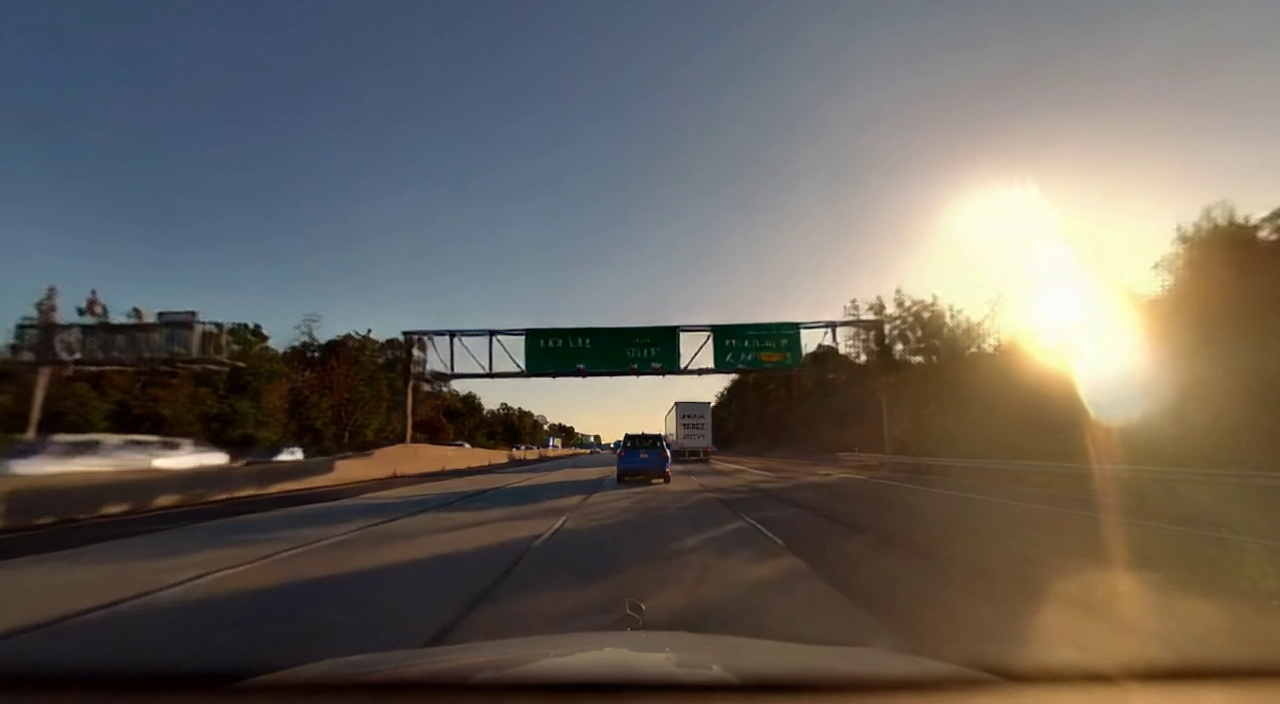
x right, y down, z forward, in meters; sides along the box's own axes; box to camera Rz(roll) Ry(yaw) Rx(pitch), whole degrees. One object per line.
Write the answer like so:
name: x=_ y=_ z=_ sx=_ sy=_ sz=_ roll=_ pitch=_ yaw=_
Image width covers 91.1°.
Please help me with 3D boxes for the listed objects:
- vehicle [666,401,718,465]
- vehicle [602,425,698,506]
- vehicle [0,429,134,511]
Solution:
vehicle: x=3.692 y=6.405 z=48.606 sx=2.909 sy=4.135 sz=15.820 roll=0 pitch=-8 yaw=1
vehicle: x=0.247 y=2.745 z=15.606 sx=2.054 sy=1.706 sz=4.201 roll=0 pitch=-8 yaw=1
vehicle: x=-15.259 y=2.744 z=14.756 sx=2.097 sy=1.813 sz=5.472 roll=0 pitch=-8 yaw=1
